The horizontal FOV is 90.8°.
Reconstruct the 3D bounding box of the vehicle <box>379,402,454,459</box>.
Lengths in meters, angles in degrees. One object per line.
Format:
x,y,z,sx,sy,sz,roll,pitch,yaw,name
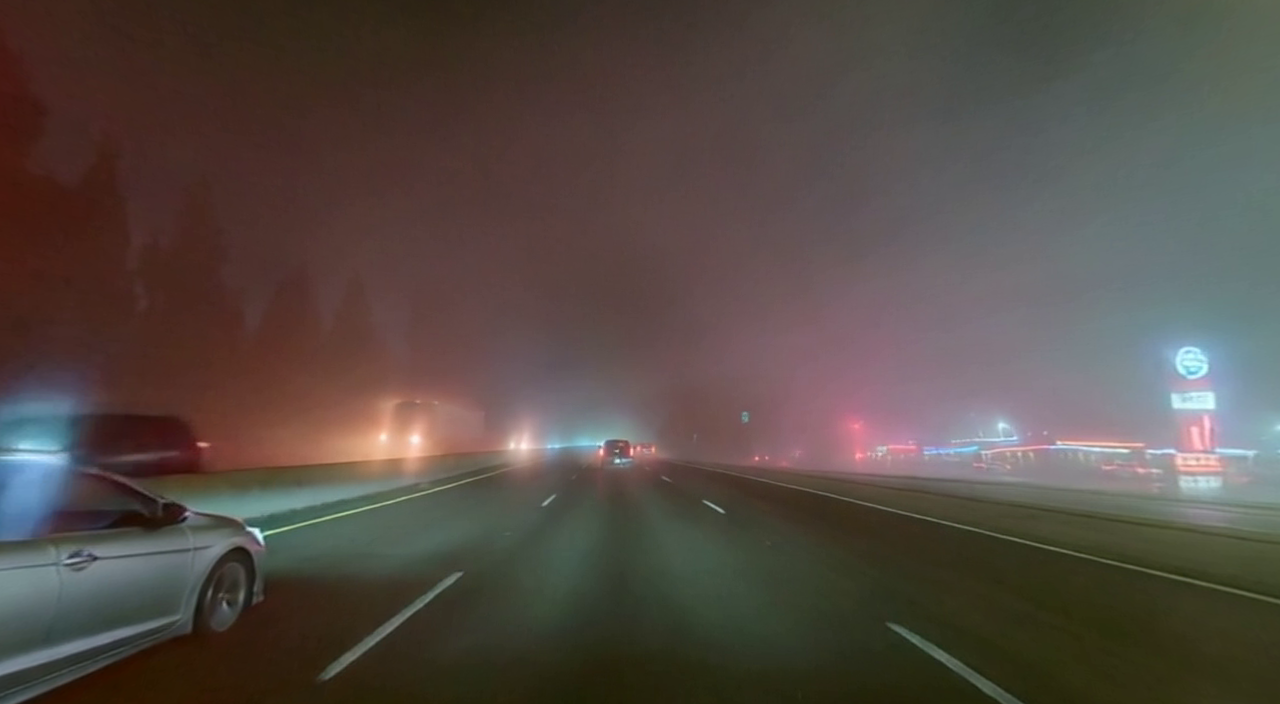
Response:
-17.036,6.162,48.854,3.062,4.003,8.152,1,-9,-2,vehicle

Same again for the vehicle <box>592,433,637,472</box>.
-1.363,5.262,33.095,2.155,1.856,4.796,1,-9,-3,vehicle

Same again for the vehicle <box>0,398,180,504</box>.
-11.424,1.832,11.783,2.089,1.685,4.849,0,-9,-1,vehicle
